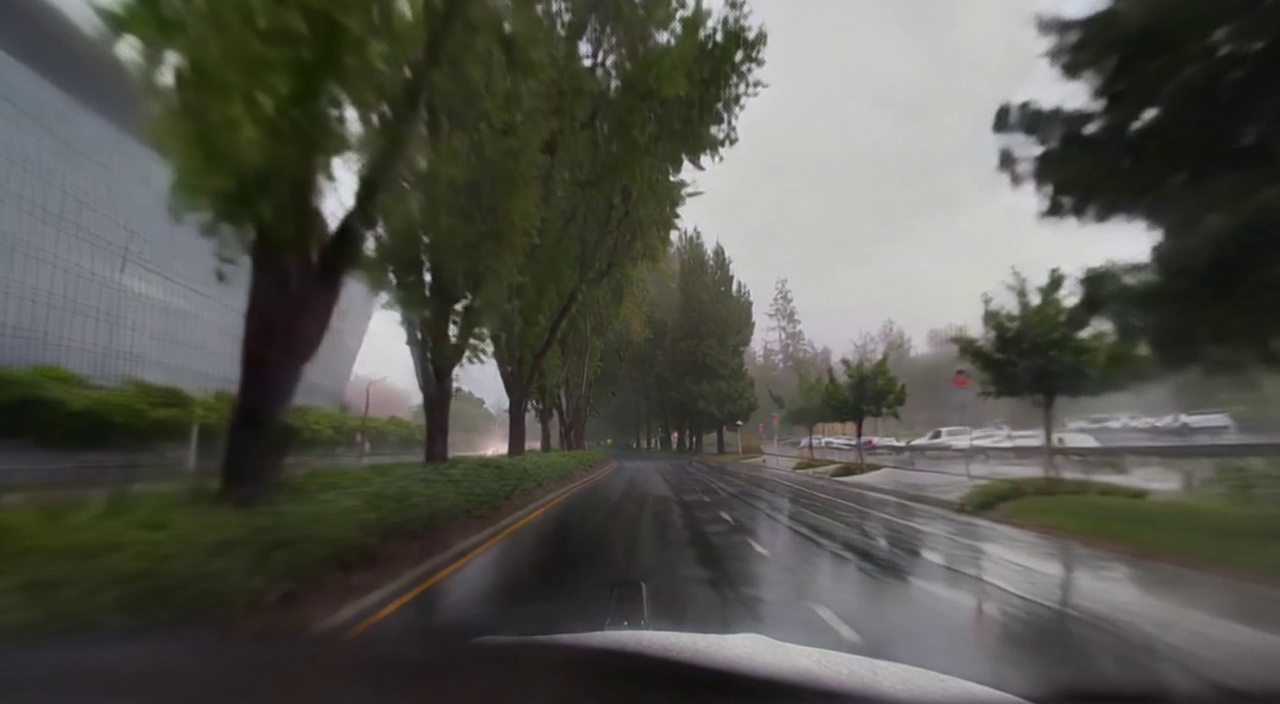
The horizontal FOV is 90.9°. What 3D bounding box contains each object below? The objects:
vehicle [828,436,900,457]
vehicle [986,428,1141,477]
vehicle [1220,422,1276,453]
[{"bbox_3d":[16.300,6.898,45.996,4.526,1.517,1.979,1,-9,-5],"label":"vehicle"},{"bbox_3d":[15.664,3.738,23.517,4.198,1.552,2.087,-2,-9,0],"label":"vehicle"},{"bbox_3d":[35.167,4.968,36.527,1.924,1.636,4.297,-6,-10,40],"label":"vehicle"}]
